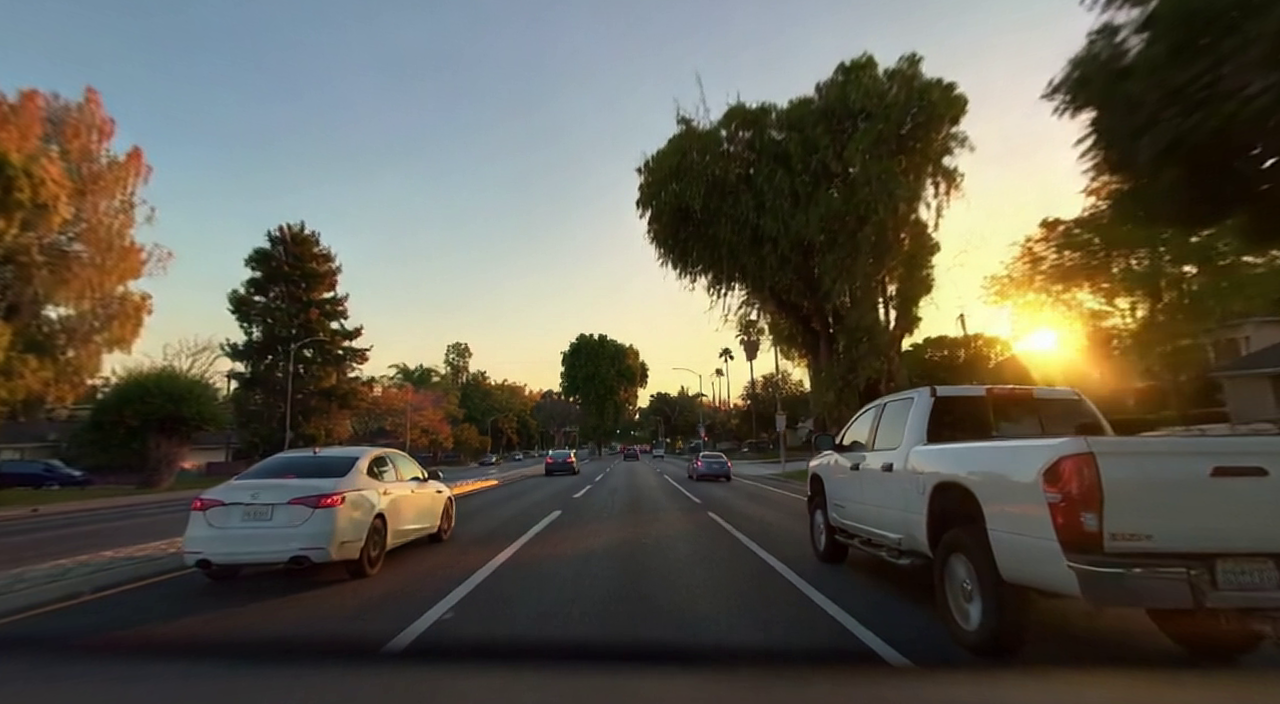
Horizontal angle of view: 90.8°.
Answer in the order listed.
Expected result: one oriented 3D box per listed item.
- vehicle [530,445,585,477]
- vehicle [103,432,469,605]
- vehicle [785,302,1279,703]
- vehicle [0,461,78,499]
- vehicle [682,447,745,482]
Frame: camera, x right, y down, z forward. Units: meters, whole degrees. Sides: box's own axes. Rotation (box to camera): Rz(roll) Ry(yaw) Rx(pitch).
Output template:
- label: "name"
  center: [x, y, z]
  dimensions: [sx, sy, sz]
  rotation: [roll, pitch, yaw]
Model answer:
- label: "vehicle"
  center: [-4.156, 5.596, 32.700]
  dimensions: [2.263, 1.548, 4.555]
  rotation: [0, -9, -1]
- label: "vehicle"
  center: [-3.743, 1.815, 7.842]
  dimensions: [2.094, 1.509, 4.286]
  rotation: [0, -9, -1]
- label: "vehicle"
  center: [3.296, 1.191, 5.759]
  dimensions: [2.478, 2.030, 5.723]
  rotation: [0, -9, -1]
- label: "vehicle"
  center: [-34.577, 7.225, 35.518]
  dimensions: [5.036, 1.823, 2.374]
  rotation: [-8, -11, 22]
- label: "vehicle"
  center: [3.225, 5.068, 28.820]
  dimensions: [2.149, 1.421, 4.805]
  rotation: [0, -9, -2]
